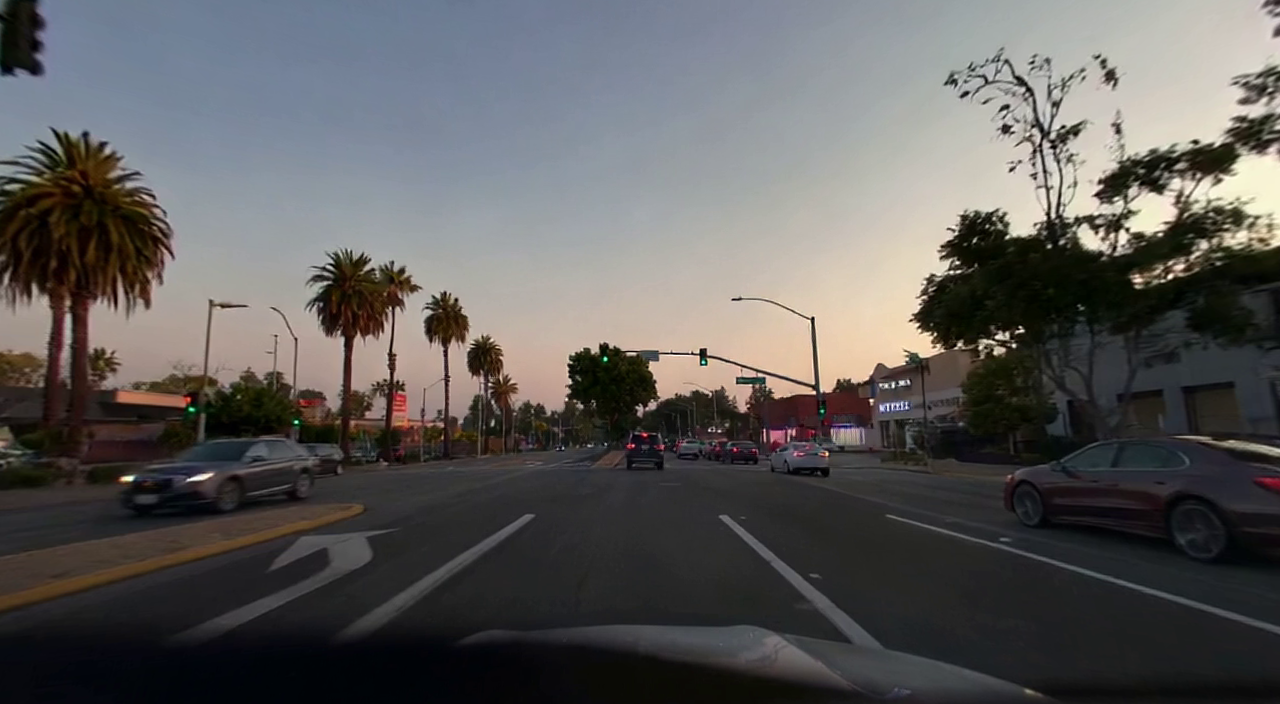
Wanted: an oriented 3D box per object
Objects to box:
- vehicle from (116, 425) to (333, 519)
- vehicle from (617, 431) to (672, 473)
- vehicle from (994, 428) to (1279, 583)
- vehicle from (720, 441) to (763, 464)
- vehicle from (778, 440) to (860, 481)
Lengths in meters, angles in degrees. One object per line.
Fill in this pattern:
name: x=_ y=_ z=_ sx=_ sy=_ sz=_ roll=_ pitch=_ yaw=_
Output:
vehicle: x=-9.602 y=2.801 z=15.244 sx=2.182 sy=1.774 sz=4.691 roll=-3 pitch=-8 yaw=-2
vehicle: x=0.162 y=4.796 z=30.401 sx=2.428 sy=1.816 sz=4.959 roll=0 pitch=-9 yaw=-1
vehicle: x=7.171 y=1.818 z=8.329 sx=2.076 sy=1.483 sz=4.963 roll=0 pitch=-9 yaw=-1
vehicle: x=7.001 y=7.004 z=44.129 sx=2.038 sy=1.476 sz=5.032 roll=0 pitch=-9 yaw=-1
vehicle: x=6.981 y=4.264 z=25.150 sx=1.902 sy=1.461 sz=4.428 roll=0 pitch=-9 yaw=-1
